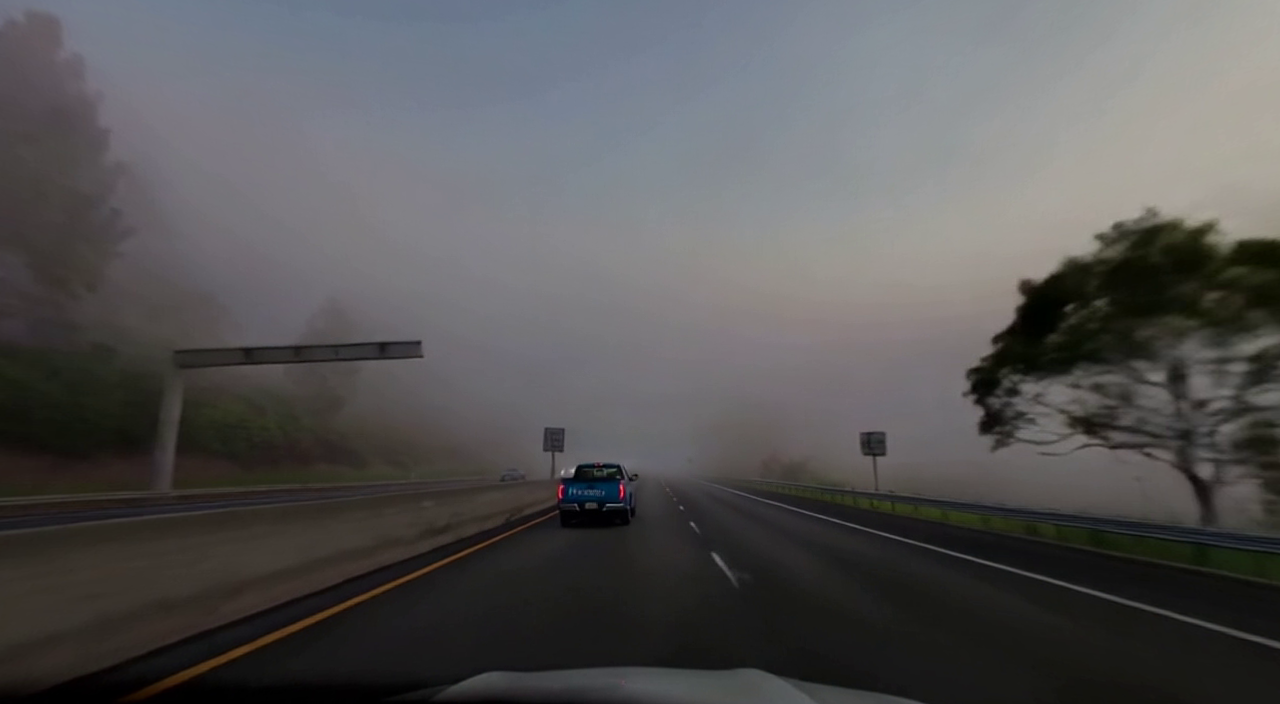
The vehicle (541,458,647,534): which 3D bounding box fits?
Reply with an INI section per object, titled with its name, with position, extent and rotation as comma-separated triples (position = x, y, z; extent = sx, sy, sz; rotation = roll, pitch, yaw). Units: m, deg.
[vehicle]
position = -0.920, 3.446, 15.631
extent = 2.135, 1.506, 5.041
rotation = 1, -10, 1
